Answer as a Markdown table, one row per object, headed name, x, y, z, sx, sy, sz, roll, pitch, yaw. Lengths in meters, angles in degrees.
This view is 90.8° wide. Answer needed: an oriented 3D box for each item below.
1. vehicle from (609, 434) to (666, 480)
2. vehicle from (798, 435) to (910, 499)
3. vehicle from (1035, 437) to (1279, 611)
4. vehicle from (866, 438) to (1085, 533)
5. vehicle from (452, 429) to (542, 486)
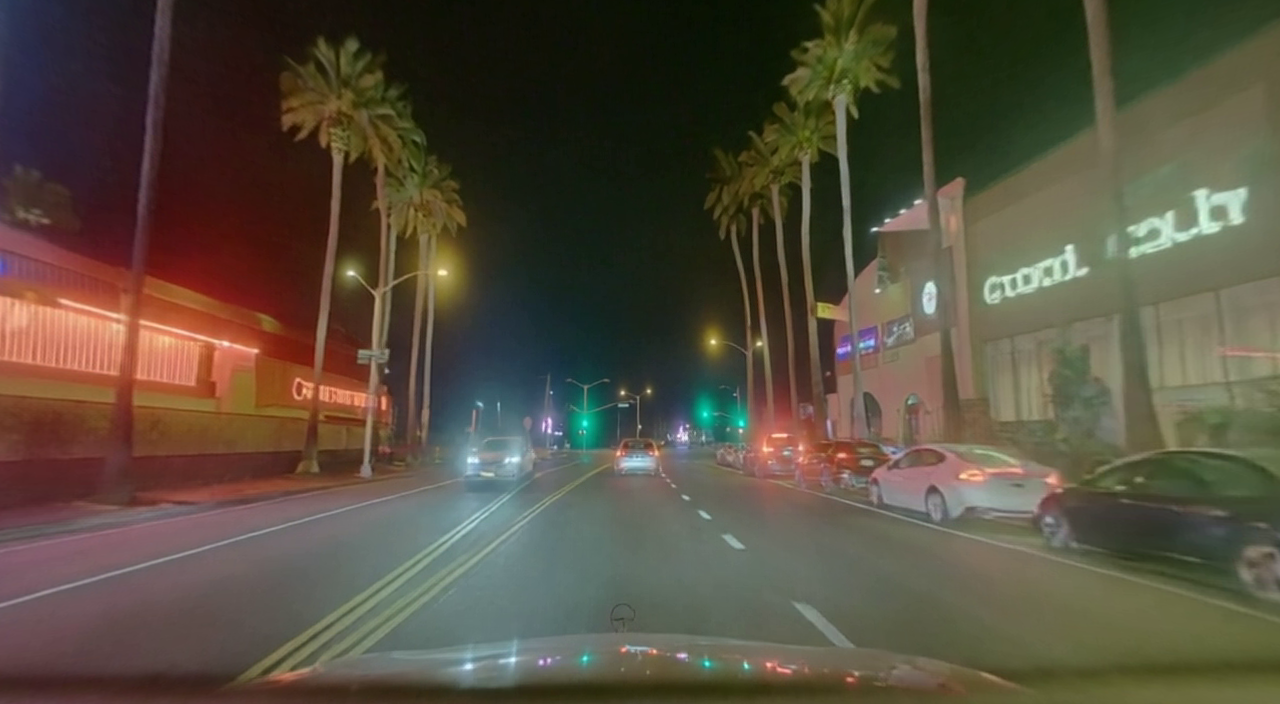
| name | x | y | z | sx | sy | sz | roll | pitch | yaw |
| --- | --- | --- | --- | --- | --- | --- | --- | --- | --- |
| vehicle | -0.130 | 4.156 | 25.325 | 2.063 | 1.664 | 4.471 | 0 | -8 | -1 |
| vehicle | 6.061 | 3.290 | 18.431 | 1.747 | 1.619 | 4.157 | 0 | -8 | -1 |
| vehicle | 6.362 | 1.611 | 6.365 | 1.810 | 1.472 | 4.422 | 0 | -8 | -1 |
| vehicle | 6.234 | 2.493 | 12.453 | 1.885 | 1.506 | 4.302 | 0 | -8 | -1 |
| vehicle | -4.882 | 3.669 | 22.278 | 2.188 | 1.797 | 4.358 | 0 | -8 | -1 |
